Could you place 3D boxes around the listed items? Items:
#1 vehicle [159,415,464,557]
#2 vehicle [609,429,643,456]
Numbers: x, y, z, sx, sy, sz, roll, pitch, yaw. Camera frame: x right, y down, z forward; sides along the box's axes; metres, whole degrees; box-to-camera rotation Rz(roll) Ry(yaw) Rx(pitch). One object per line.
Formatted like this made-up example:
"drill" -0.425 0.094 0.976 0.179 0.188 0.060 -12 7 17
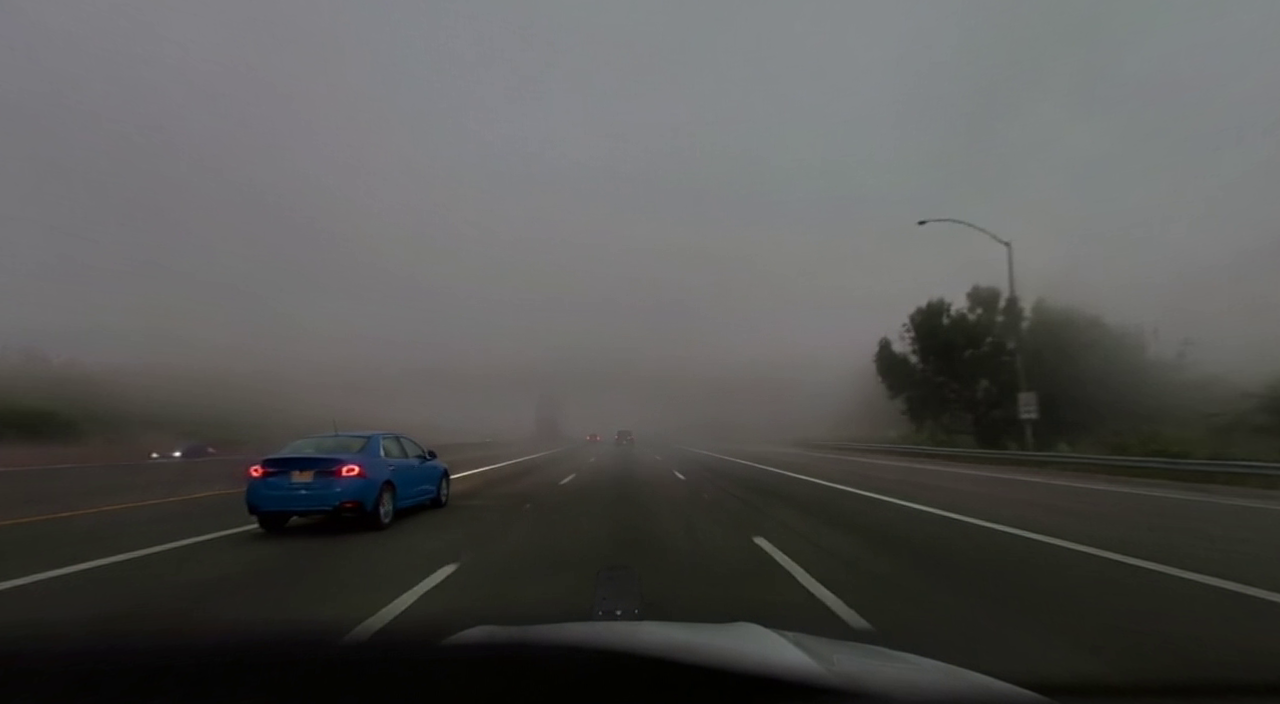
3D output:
"vehicle" -4.207 1.759 9.136 2.017 1.537 4.496 0 -8 0
"vehicle" -0.919 5.924 41.297 2.116 1.625 4.004 0 -8 -1
